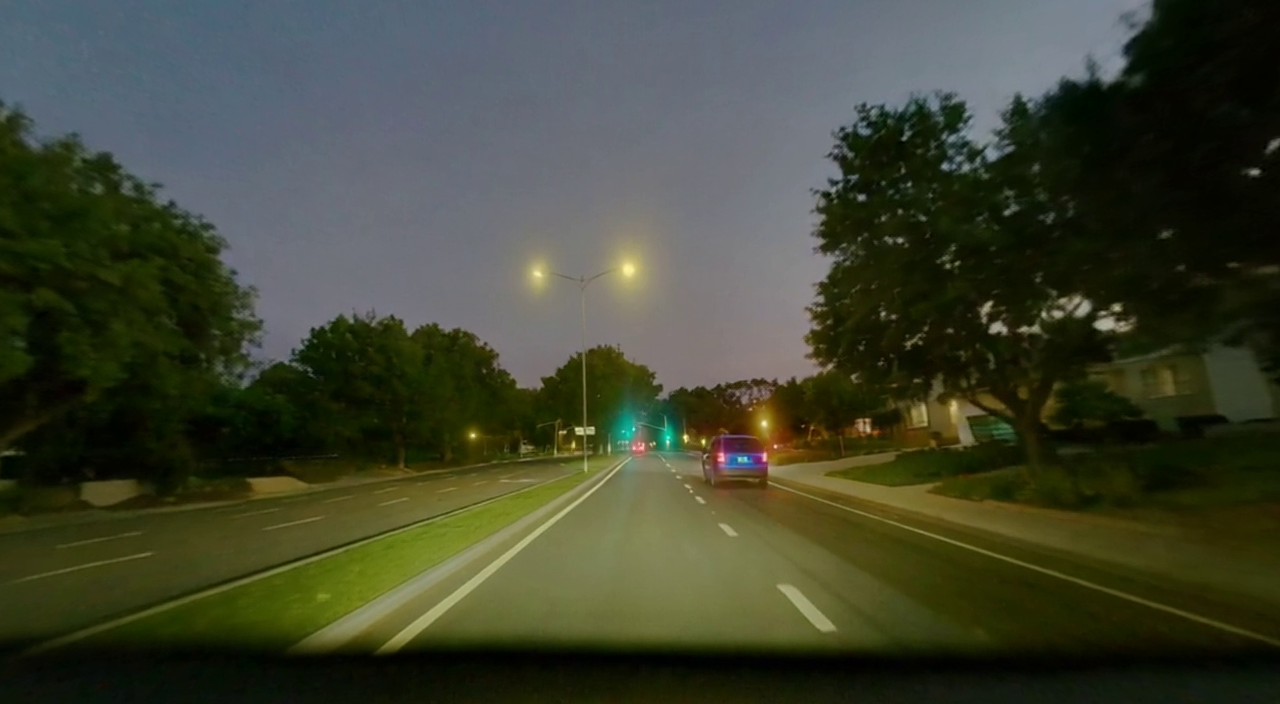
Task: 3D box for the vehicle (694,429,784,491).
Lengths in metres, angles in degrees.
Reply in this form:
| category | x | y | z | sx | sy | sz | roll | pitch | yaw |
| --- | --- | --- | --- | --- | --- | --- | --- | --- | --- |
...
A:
| category | x | y | z | sx | sy | sz | roll | pitch | yaw |
| --- | --- | --- | --- | --- | --- | --- | --- | --- | --- |
| vehicle | 3.059 | 3.466 | 20.572 | 2.180 | 1.773 | 4.639 | 0 | -8 | 0 |
